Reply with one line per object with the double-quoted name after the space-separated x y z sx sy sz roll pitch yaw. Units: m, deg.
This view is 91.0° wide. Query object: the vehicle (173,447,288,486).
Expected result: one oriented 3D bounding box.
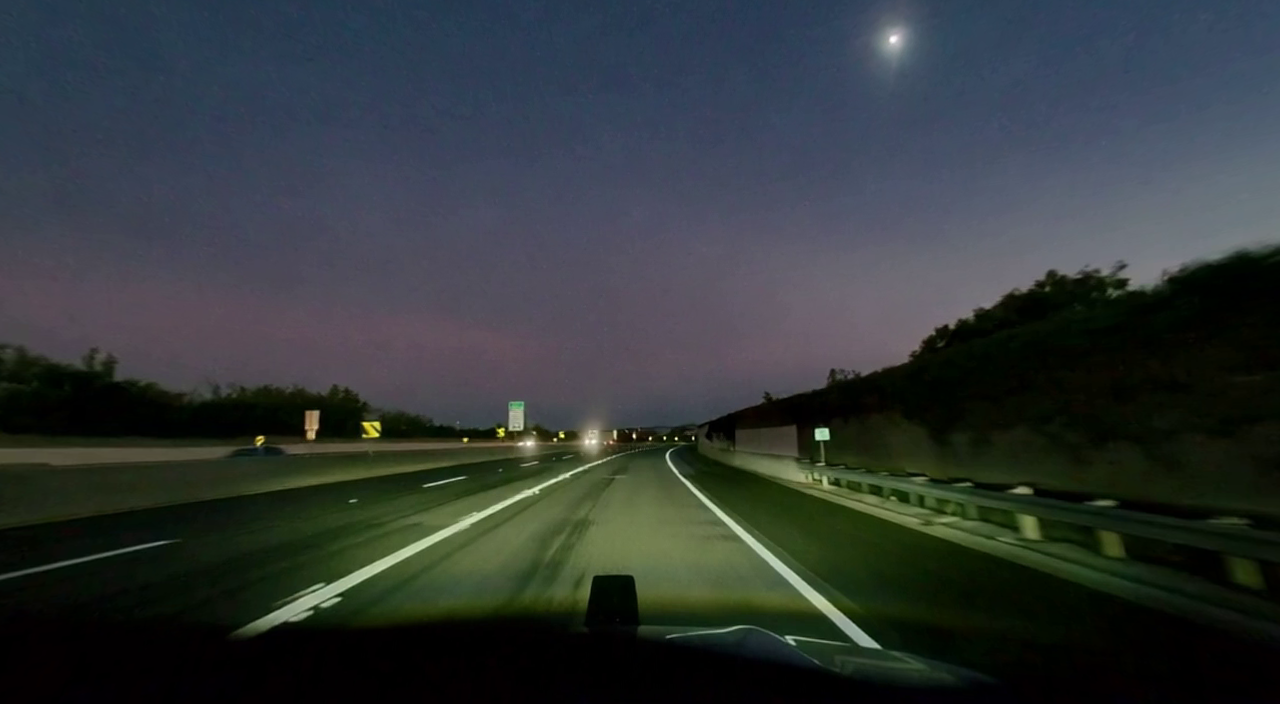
-16.729 4.652 26.010 1.778 1.420 4.352 0 -8 0 "vehicle"
